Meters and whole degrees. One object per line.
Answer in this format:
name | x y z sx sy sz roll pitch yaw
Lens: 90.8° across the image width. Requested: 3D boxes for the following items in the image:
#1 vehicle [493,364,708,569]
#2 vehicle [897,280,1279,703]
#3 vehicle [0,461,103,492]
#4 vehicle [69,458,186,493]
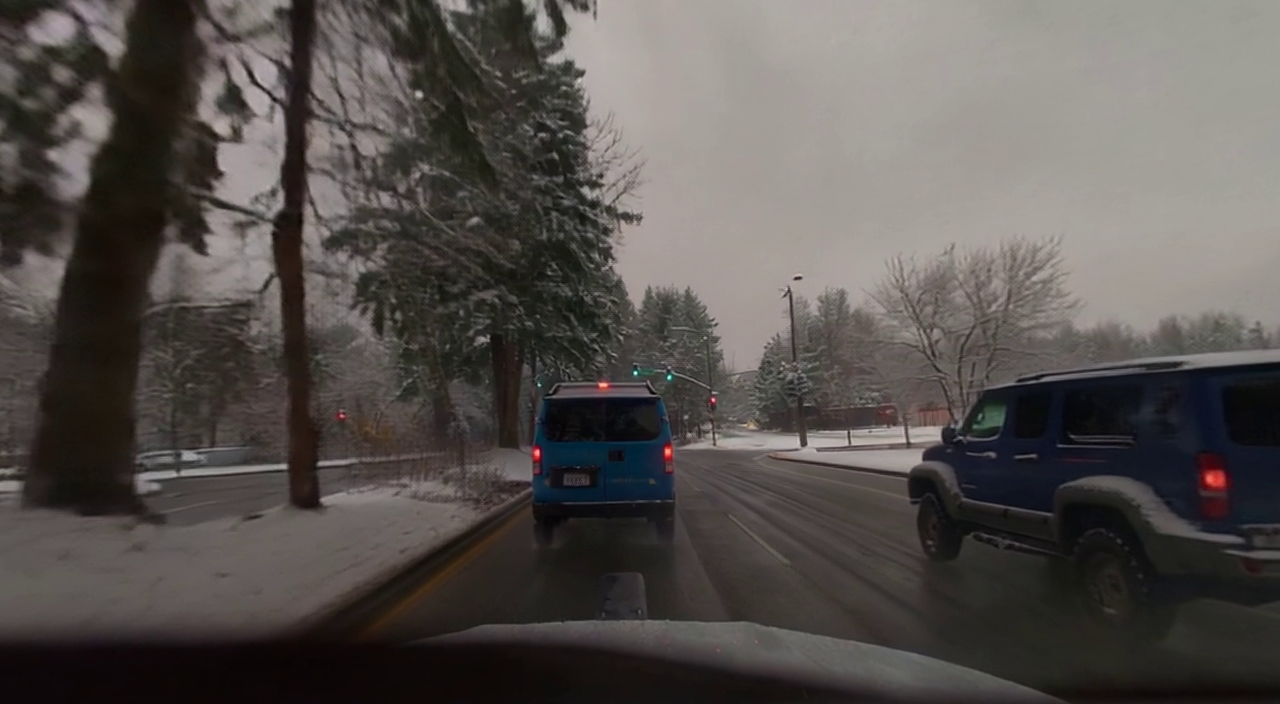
vehicle | -0.356 1.456 8.569 2.145 2.046 4.309 0 -8 1
vehicle | 3.663 0.905 4.420 1.988 1.873 3.968 0 -8 0
vehicle | -35.351 7.417 37.779 4.573 1.691 1.877 0 -9 -4
vehicle | -27.453 6.572 33.885 4.857 1.729 2.029 -1 -8 10
